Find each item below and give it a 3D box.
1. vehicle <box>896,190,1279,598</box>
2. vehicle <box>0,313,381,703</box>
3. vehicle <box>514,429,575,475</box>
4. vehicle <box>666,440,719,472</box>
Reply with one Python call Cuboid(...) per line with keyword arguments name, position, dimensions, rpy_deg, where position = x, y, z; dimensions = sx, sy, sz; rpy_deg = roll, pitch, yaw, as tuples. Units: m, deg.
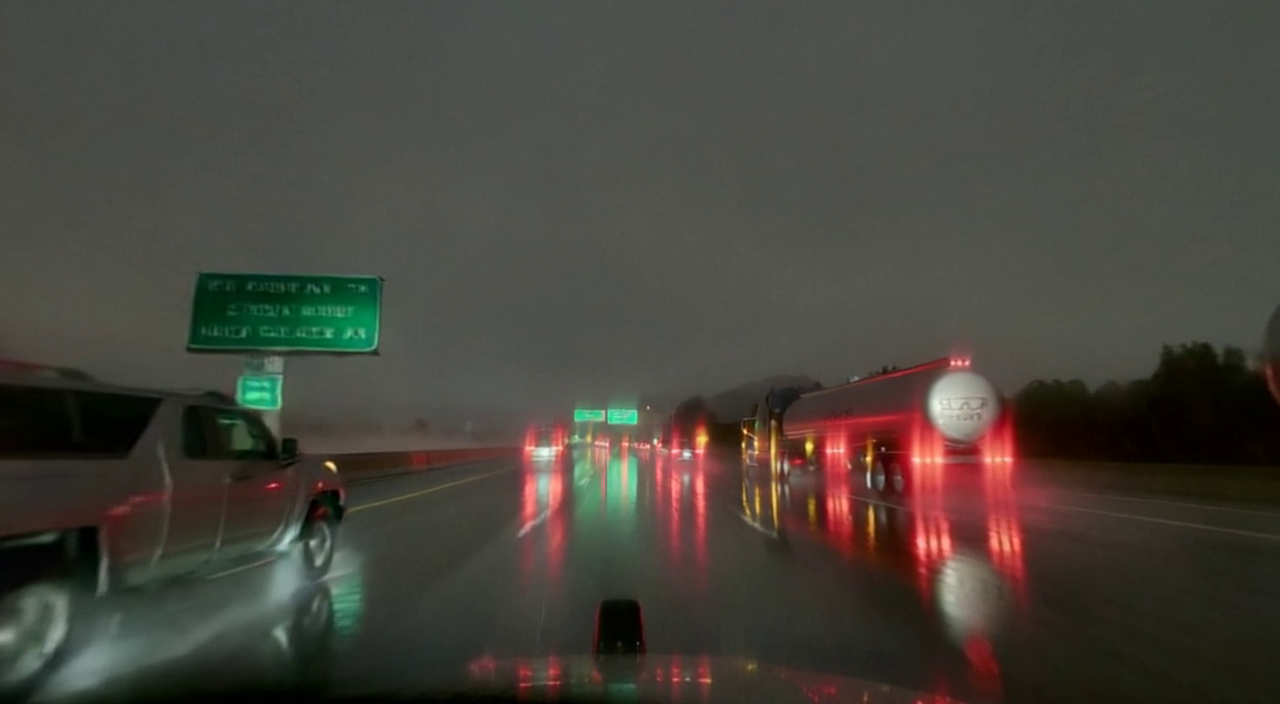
Cuboid(name="vehicle", position=(7.456, 0.835, 8.686), dimensions=(3.554, 3.573, 10.307), rpy_deg=(0, -8, 0))
Cuboid(name="vehicle", position=(-4.282, 0.939, 4.142), dimensions=(2.684, 1.839, 5.803), rpy_deg=(0, -9, 0))
Cuboid(name="vehicle", position=(-4.180, 4.454, 28.253), dimensions=(2.149, 1.843, 4.348), rpy_deg=(0, -8, -2))
Cuboid(name="vehicle", position=(2.636, 5.336, 32.586), dimensions=(2.053, 1.510, 4.400), rpy_deg=(1, -9, -4))
